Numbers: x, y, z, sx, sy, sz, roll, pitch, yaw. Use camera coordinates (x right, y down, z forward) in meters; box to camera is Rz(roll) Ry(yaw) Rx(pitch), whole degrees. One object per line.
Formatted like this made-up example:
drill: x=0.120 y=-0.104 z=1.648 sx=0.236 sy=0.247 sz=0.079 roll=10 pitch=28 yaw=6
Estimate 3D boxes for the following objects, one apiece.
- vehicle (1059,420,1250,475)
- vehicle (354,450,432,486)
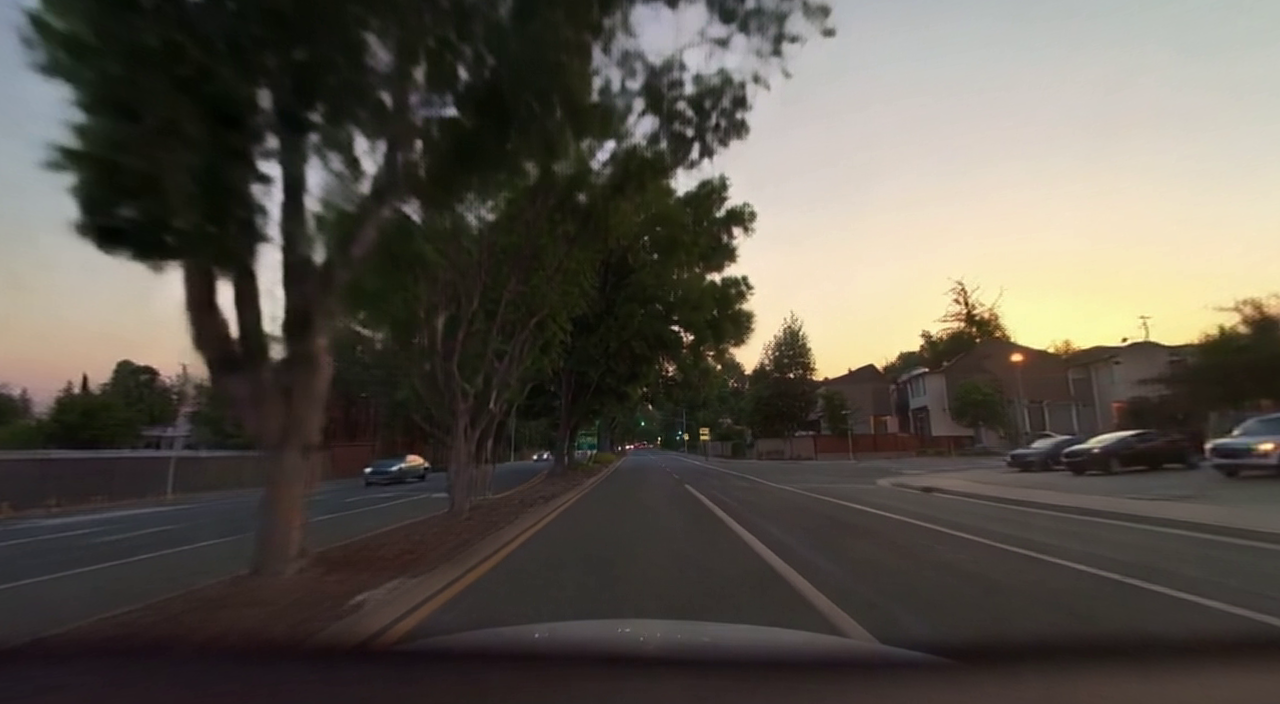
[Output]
vehicle: x=17.588 y=3.275 z=21.622 sx=4.868 sy=1.768 sz=2.030 roll=0 pitch=-8 yaw=-4
vehicle: x=-12.590 y=5.919 z=32.389 sx=2.007 sy=1.655 sz=4.649 roll=0 pitch=-8 yaw=2
